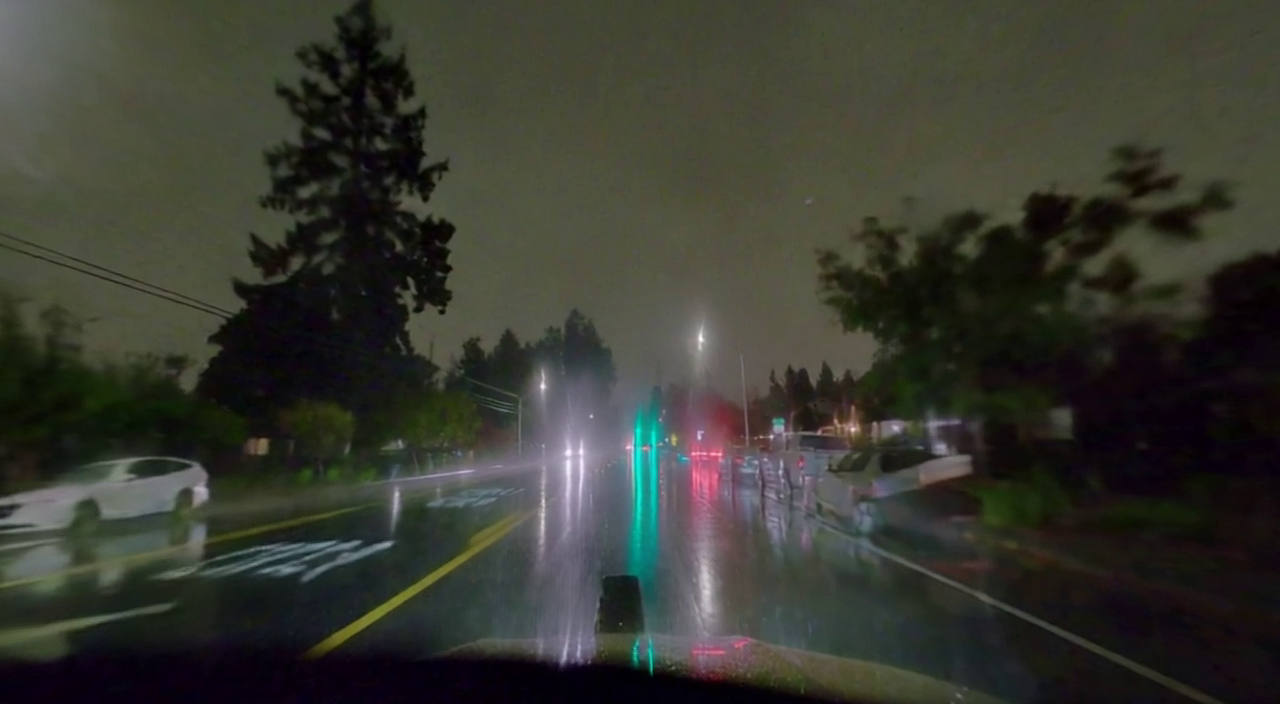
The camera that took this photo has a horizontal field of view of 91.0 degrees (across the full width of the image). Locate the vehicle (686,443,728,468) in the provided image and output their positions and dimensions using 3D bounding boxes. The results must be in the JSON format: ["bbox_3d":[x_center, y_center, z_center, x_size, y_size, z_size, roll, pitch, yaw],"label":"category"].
[{"bbox_3d":[4.394,6.899,42.356,2.154,1.550,5.785,0,-8,0],"label":"vehicle"}]

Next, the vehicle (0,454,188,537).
[{"bbox_3d":[-12.989,3.299,14.942,1.879,1.491,3.678,-3,-7,-2],"label":"vehicle"}]

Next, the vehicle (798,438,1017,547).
[{"bbox_3d":[4.311,2.299,11.053,1.918,1.510,4.323,0,-8,0],"label":"vehicle"}]
